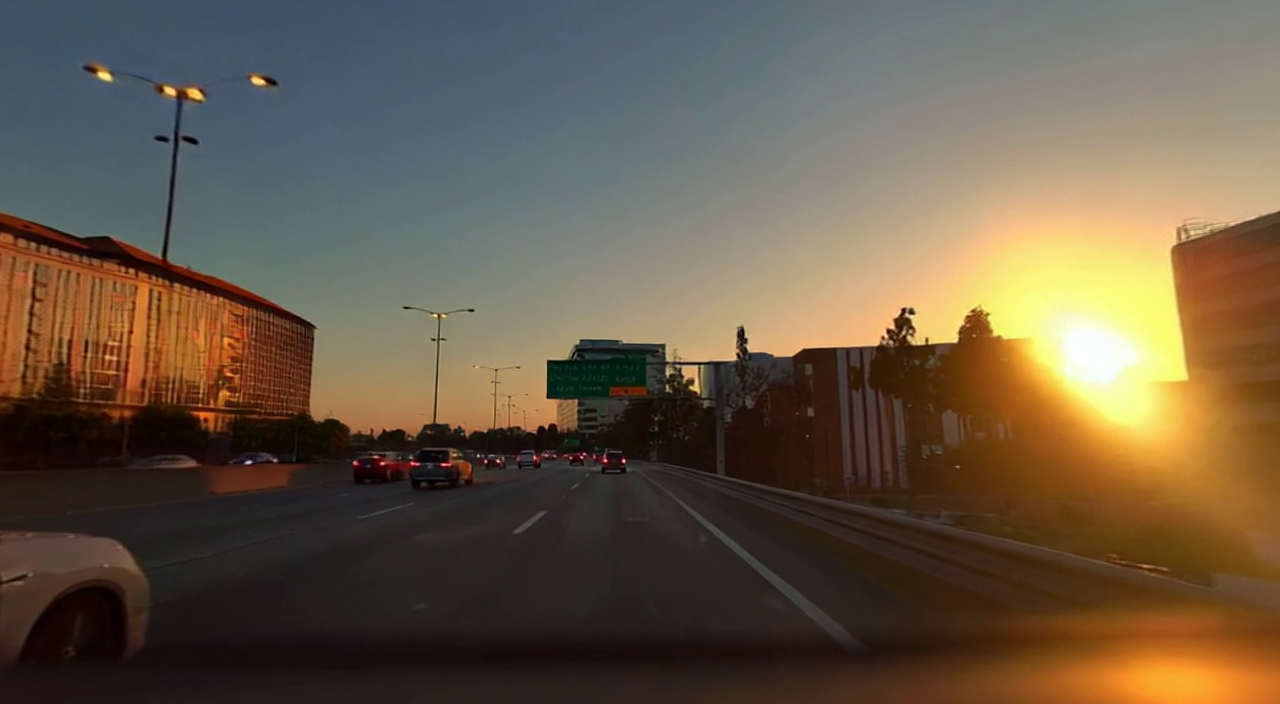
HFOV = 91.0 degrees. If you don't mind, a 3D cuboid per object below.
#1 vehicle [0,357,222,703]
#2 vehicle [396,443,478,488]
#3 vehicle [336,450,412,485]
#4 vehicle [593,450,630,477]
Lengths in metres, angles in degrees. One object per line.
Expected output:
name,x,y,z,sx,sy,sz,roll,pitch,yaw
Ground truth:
vehicle,-3.624,0.738,1.528,2.036,1.717,4.592,0,-9,0
vehicle,-8.412,4.717,26.514,2.065,1.689,4.399,0,-9,-1
vehicle,-12.346,5.359,29.520,1.936,1.501,3.900,0,-9,-2
vehicle,-1.736,6.791,38.590,2.110,1.501,4.319,0,-9,-3
